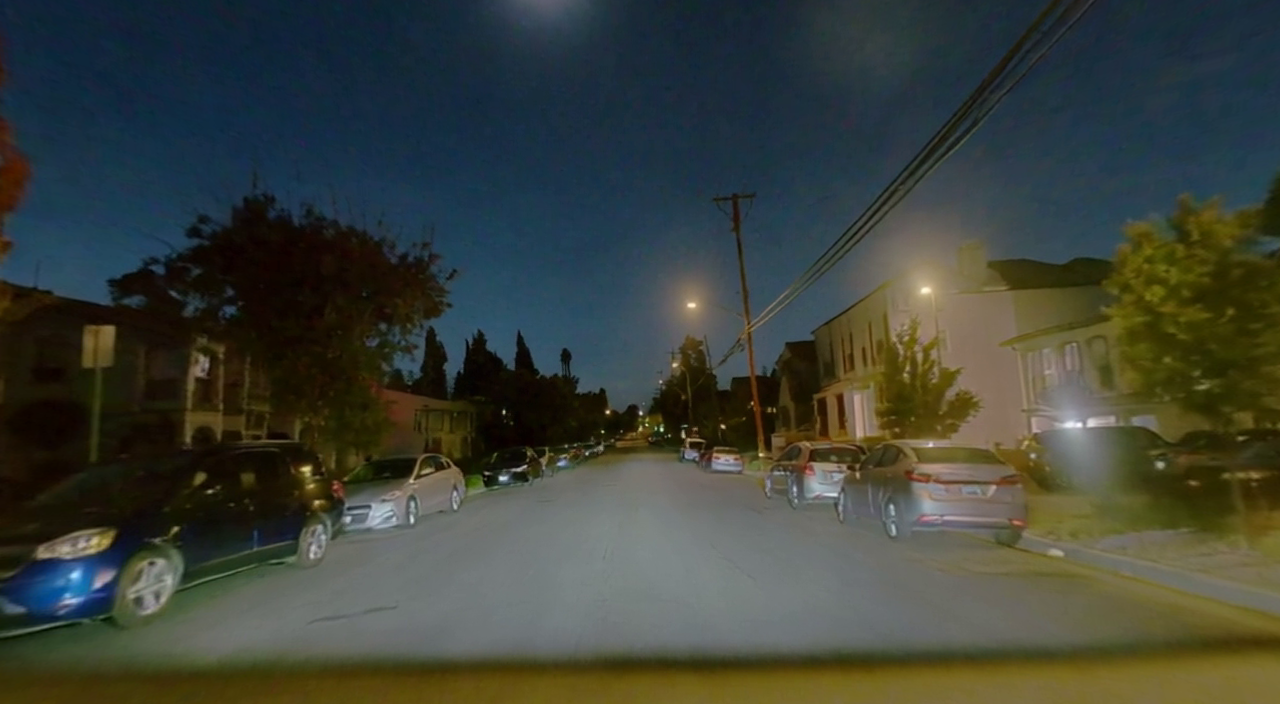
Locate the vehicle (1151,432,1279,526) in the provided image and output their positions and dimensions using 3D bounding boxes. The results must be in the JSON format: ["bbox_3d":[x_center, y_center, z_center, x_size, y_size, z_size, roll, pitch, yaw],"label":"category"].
[{"bbox_3d":[12.819,2.376,12.153,4.285,1.641,1.832,0,-8,1],"label":"vehicle"}]

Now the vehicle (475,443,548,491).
[{"bbox_3d":[-5.041,4.550,25.404,2.032,1.716,4.382,0,-8,0],"label":"vehicle"}]

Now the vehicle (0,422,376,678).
[{"bbox_3d":[-5.137,1.752,6.955,2.360,1.772,4.907,0,-8,0],"label":"vehicle"}]

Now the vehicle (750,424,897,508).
[{"bbox_3d":[4.144,2.906,15.255,2.057,1.511,4.858,-5,-14,0],"label":"vehicle"}]

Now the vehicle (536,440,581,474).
[{"bbox_3d":[-5.218,6.806,41.328,2.184,1.958,5.757,-2,-8,0],"label":"vehicle"}]

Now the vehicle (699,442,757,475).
[{"bbox_3d":[4.339,5.325,31.948,2.174,1.504,4.809,0,-8,0],"label":"vehicle"}]

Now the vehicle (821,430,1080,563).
[{"bbox_3d":[4.398,2.076,9.867,1.864,1.592,4.221,0,-8,0],"label":"vehicle"}]
